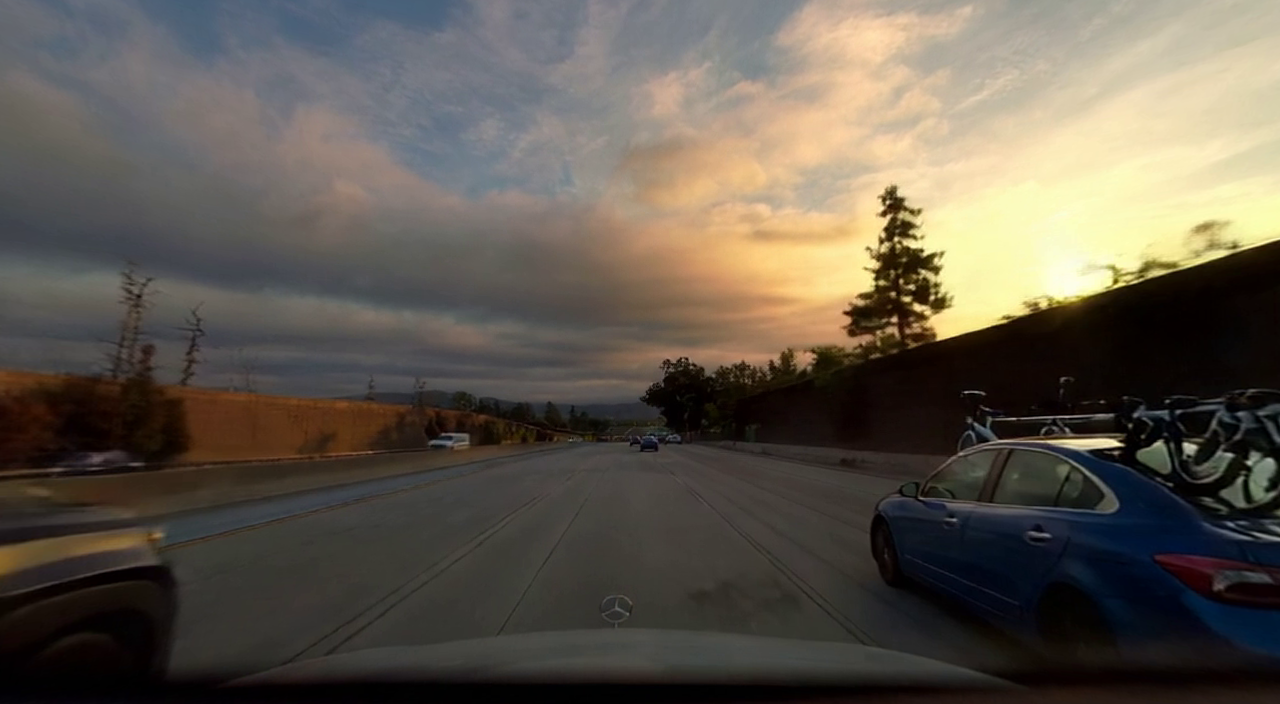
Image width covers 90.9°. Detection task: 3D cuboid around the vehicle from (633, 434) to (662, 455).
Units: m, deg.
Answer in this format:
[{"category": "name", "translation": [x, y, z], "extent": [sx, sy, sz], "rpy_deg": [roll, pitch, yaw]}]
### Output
[{"category": "vehicle", "translation": [0.497, 6.582, 45.053], "extent": [1.911, 1.449, 3.776], "rpy_deg": [0, -8, -2]}]

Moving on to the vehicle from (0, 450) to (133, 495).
[{"category": "vehicle", "translation": [-22.612, 4.664, 24.755], "extent": [1.797, 1.516, 4.192], "rpy_deg": [0, -8, 1]}]

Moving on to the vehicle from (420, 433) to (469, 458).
[{"category": "vehicle", "translation": [-14.108, 6.783, 45.827], "extent": [2.003, 1.719, 4.843], "rpy_deg": [0, -8, 0]}]
